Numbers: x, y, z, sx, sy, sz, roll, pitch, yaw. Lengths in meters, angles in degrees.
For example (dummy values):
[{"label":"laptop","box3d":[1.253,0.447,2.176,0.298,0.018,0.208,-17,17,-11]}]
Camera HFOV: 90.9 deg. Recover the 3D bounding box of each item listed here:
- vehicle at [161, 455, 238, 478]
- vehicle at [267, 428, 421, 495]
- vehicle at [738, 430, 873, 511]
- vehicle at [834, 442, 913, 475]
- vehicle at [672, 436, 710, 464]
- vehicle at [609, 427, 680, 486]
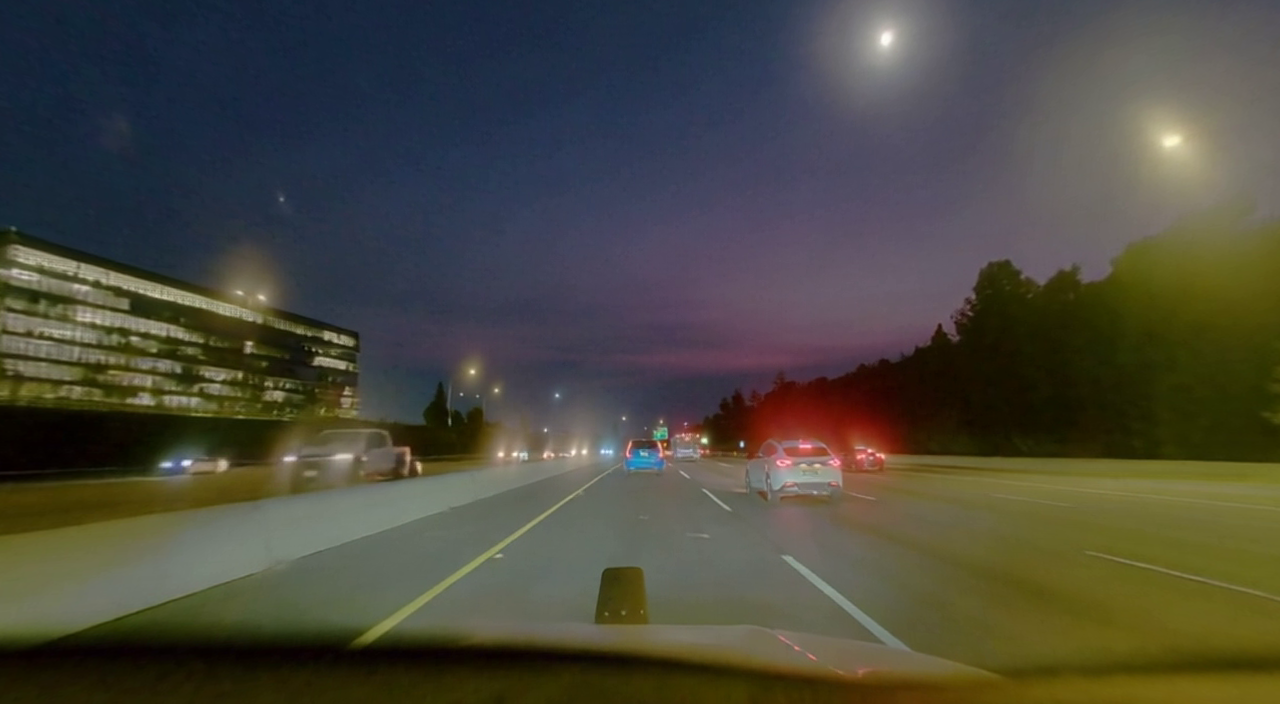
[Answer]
[{"label":"vehicle","box3d":[-31.328,8.133,45.066,1.912,1.493,4.743,-1,-8,3]},{"label":"vehicle","box3d":[-10.807,4.064,23.886,2.614,2.135,6.505,0,-8,0]},{"label":"vehicle","box3d":[3.614,2.659,14.644,2.042,1.592,4.047,0,-8,0]},{"label":"vehicle","box3d":[10.953,5.005,29.951,2.027,1.446,4.470,0,-8,0]},{"label":"vehicle","box3d":[3.800,7.458,47.927,2.328,1.987,5.440,0,-8,-1]},{"label":"vehicle","box3d":[0.163,3.715,22.673,2.290,1.862,4.454,0,-8,0]}]
